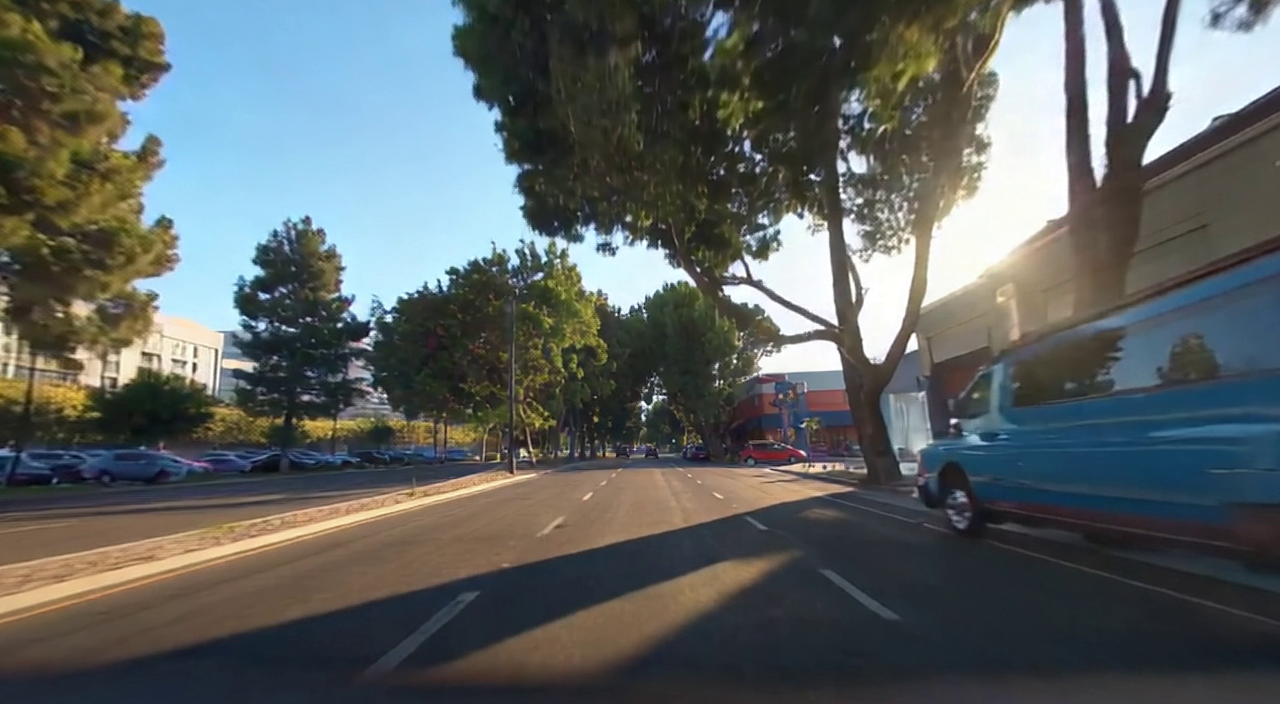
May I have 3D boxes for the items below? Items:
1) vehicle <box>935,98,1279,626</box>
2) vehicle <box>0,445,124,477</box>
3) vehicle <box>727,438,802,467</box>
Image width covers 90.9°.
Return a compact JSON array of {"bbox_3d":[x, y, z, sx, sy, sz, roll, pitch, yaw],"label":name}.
[{"bbox_3d":[6.493,0.035,4.603,3.145,4.015,10.939,0,-9,-1],"label":"vehicle"},{"bbox_3d":[-32.177,6.041,35.108,4.796,1.581,2.278,-2,-9,-1],"label":"vehicle"},{"bbox_3d":[9.687,7.801,48.999,5.329,2.114,2.325,-3,-9,19],"label":"vehicle"}]
